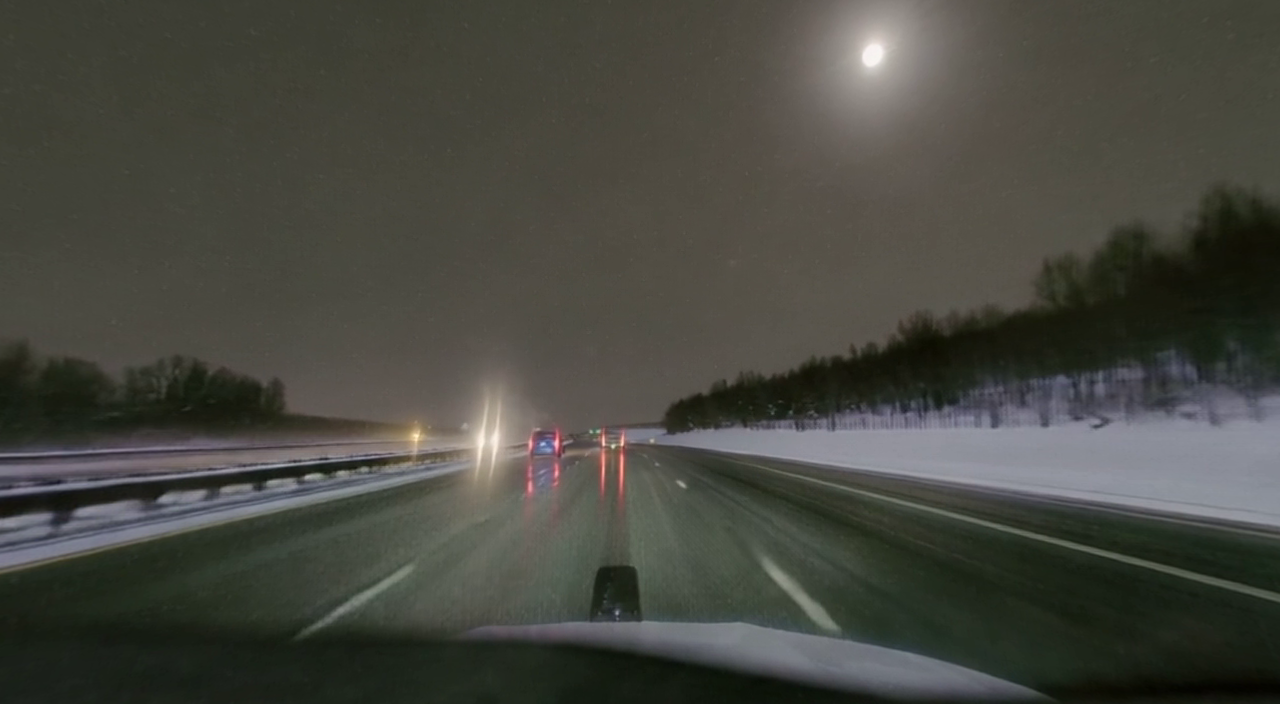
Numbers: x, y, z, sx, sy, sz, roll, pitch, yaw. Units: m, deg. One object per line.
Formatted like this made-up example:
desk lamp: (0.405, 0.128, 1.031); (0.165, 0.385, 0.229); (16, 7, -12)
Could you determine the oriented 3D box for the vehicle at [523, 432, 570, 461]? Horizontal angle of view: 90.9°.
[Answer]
vehicle: (-5.247, 5.382, 36.108); (2.141, 1.534, 5.099); (0, -8, -2)
